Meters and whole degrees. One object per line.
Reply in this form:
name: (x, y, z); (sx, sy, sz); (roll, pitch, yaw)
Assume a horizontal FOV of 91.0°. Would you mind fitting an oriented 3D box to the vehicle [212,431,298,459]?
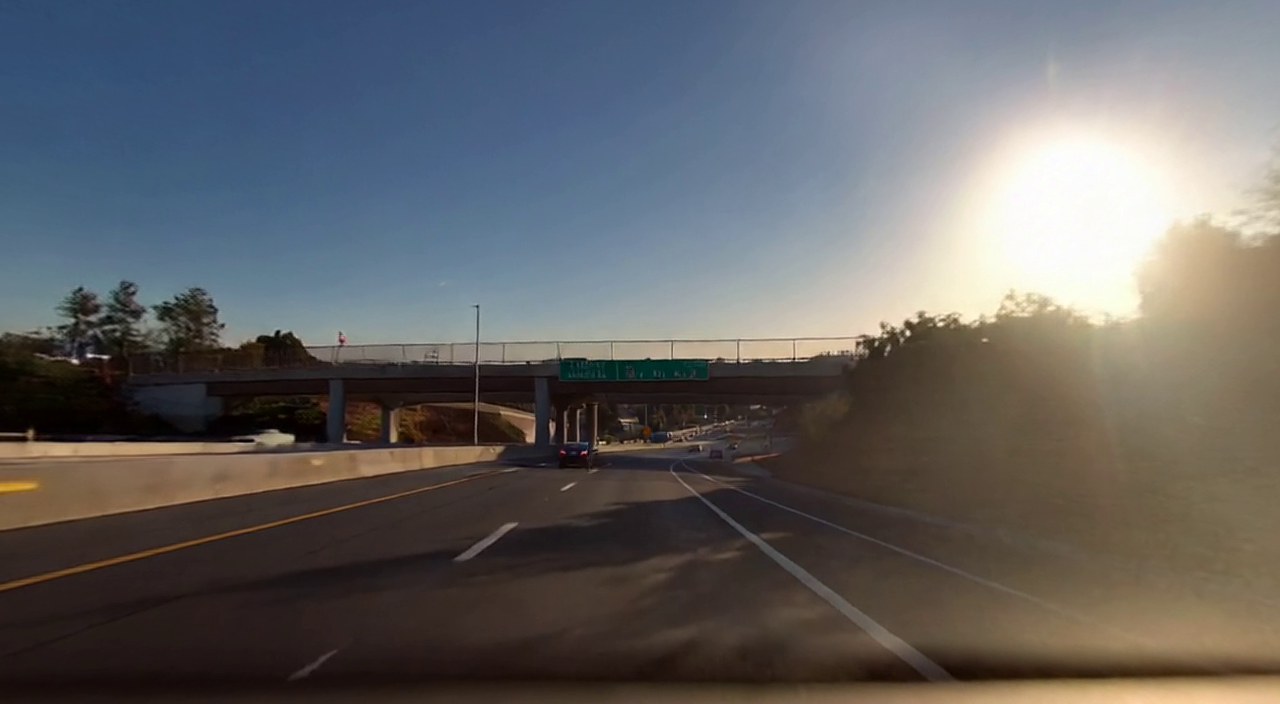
vehicle: (-21.521, 5.240, 35.454); (1.845, 1.490, 4.642); (0, -8, 1)
